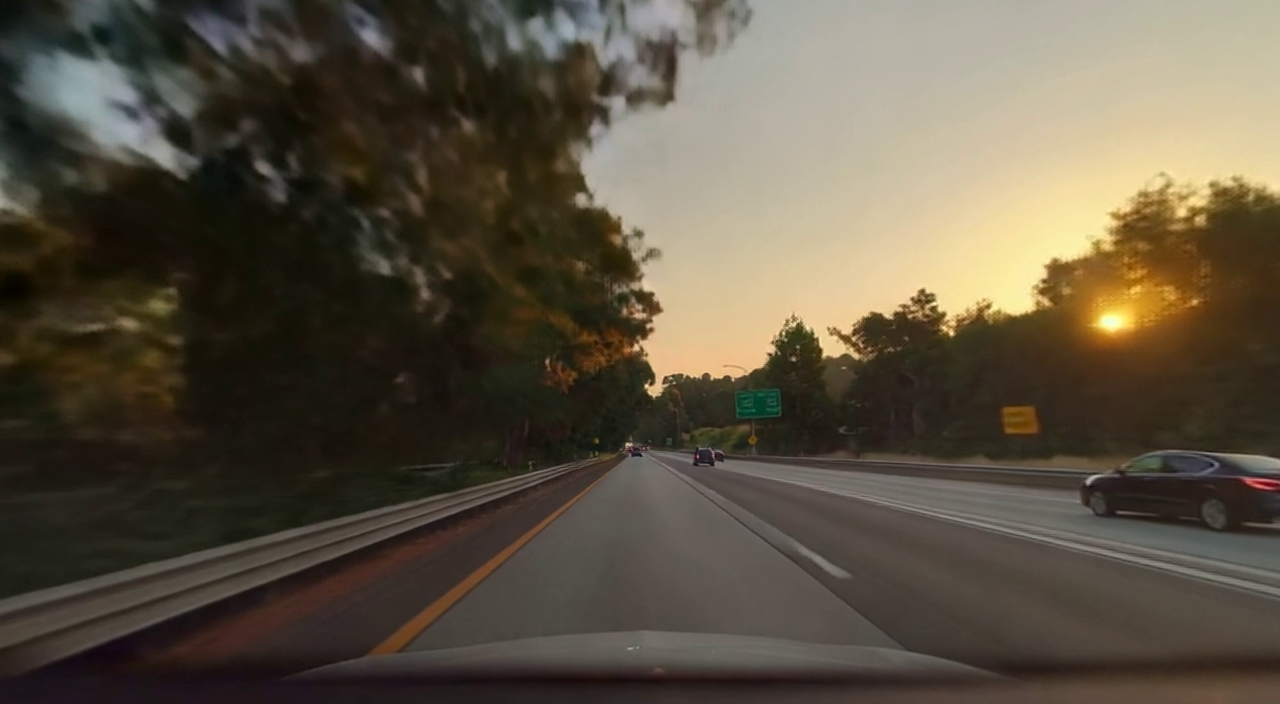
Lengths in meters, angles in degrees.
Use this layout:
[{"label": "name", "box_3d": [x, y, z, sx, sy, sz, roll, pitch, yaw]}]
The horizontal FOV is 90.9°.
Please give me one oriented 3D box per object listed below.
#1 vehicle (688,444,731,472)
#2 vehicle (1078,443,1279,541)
[{"label": "vehicle", "box_3d": [4.258, 6.531, 39.039, 2.058, 1.605, 4.116, 0, -9, -2]}, {"label": "vehicle", "box_3d": [10.024, 2.317, 11.000, 1.926, 1.386, 3.719, 0, -9, -3]}]
